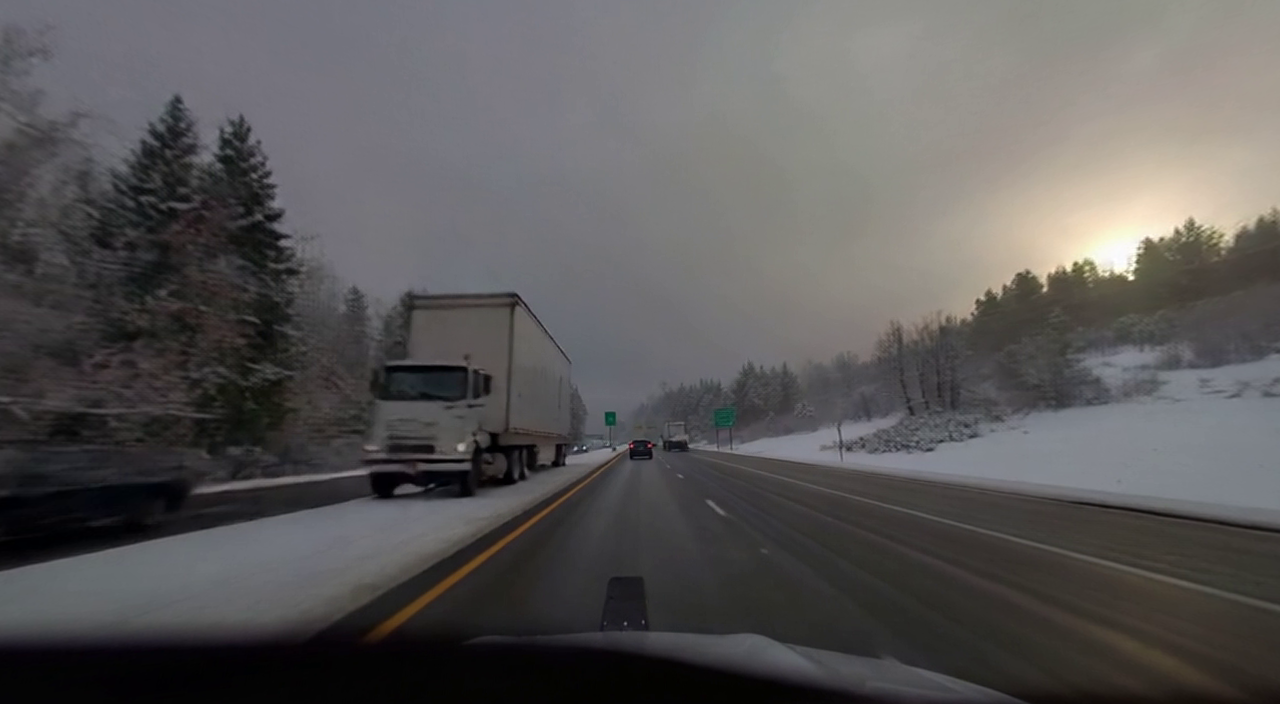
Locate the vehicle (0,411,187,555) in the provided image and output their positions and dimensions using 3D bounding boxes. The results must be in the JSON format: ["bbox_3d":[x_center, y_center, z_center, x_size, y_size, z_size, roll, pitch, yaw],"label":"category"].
[{"bbox_3d":[-8.292,1.601,7.902,1.974,1.631,4.232,0,-8,0],"label":"vehicle"}]

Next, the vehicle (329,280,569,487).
[{"bbox_3d":[-4.207,1.378,17.598,3.120,3.936,11.480,0,-8,0],"label":"vehicle"}]

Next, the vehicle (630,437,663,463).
[{"bbox_3d":[0.395,6.108,39.367,1.924,1.498,3.817,0,-8,0],"label":"vehicle"}]
